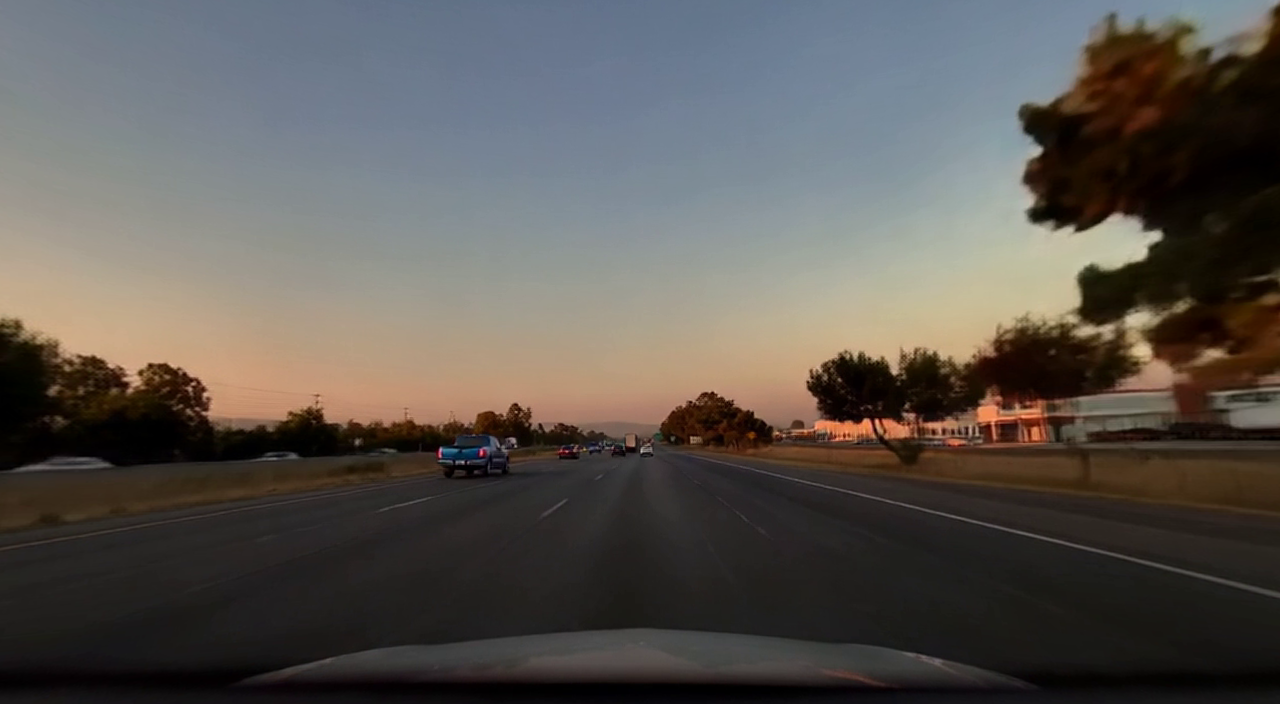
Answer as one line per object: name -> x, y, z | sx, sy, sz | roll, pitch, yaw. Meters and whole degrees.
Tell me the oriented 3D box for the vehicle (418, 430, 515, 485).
vehicle -> -6.788, 4.206, 25.541 | 2.156, 1.911, 5.956 | 0, -8, 1
